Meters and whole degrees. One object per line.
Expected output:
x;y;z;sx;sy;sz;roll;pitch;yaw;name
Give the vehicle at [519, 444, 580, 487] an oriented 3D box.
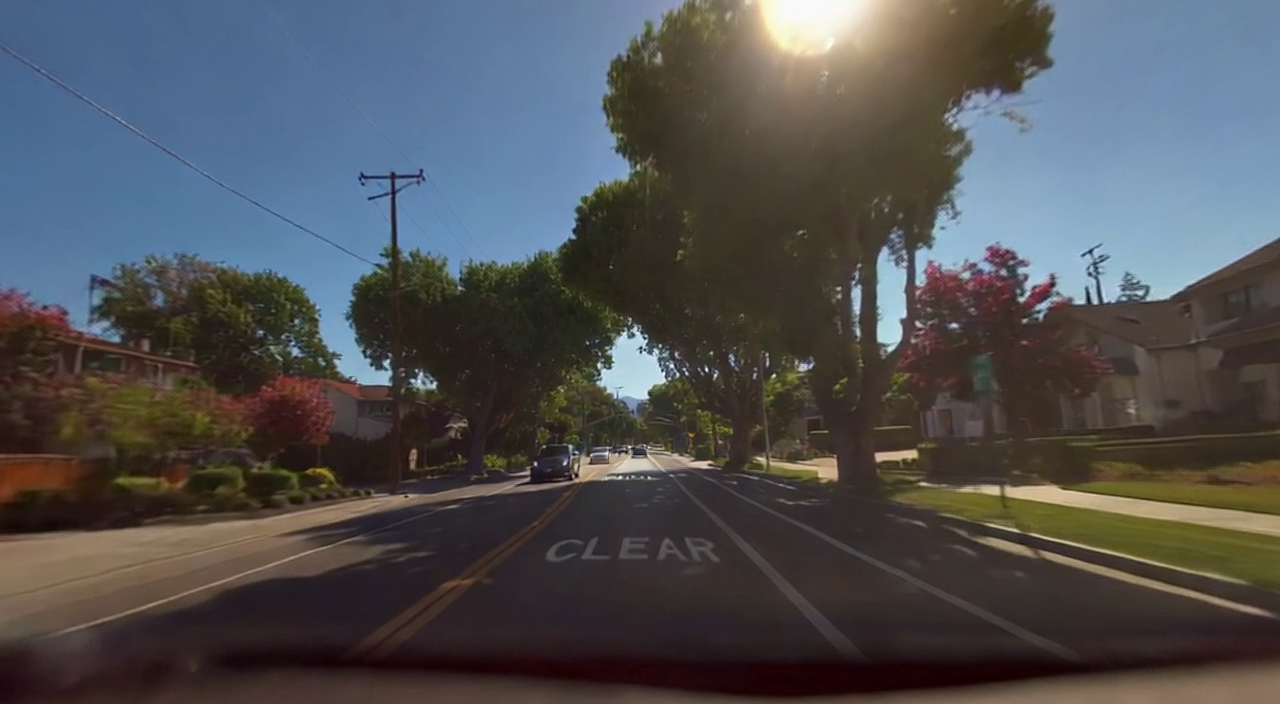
-3.687;4.706;26.512;1.974;1.604;4.156;-1;-9;0;vehicle
